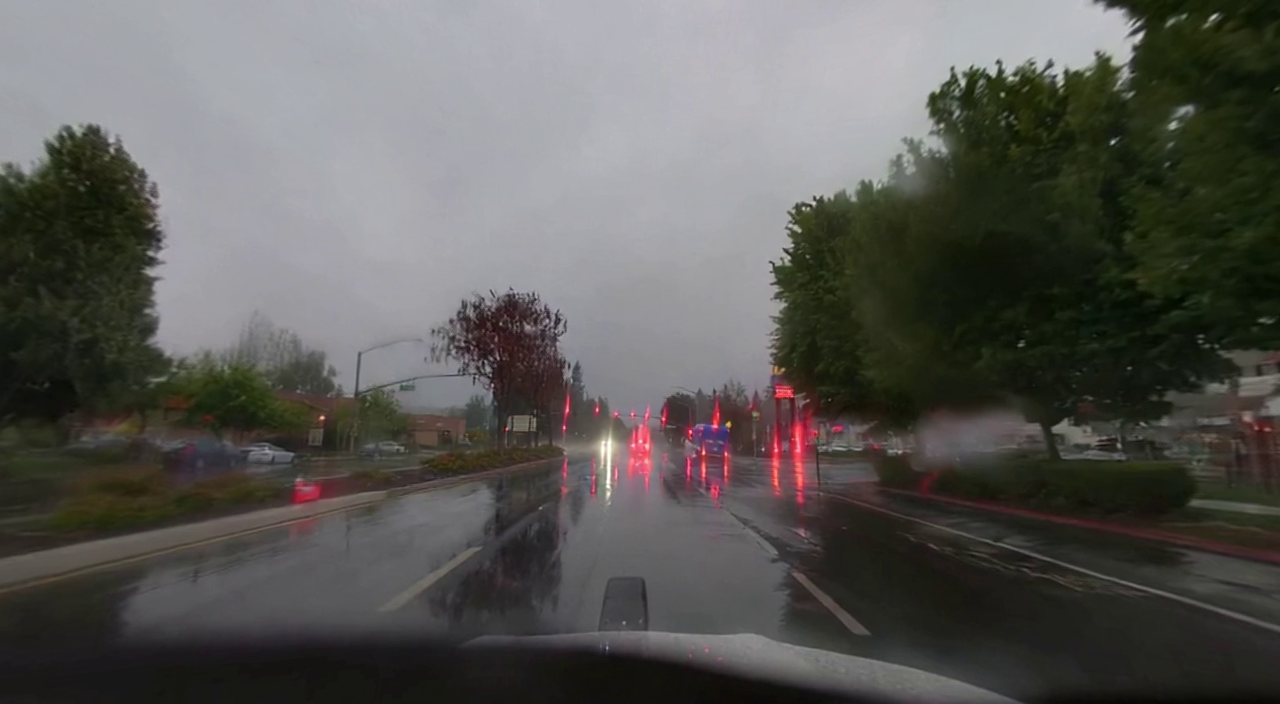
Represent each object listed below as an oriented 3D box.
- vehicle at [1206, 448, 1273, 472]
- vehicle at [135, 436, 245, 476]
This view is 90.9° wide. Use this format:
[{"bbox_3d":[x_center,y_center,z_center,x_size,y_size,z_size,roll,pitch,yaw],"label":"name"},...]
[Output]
[{"bbox_3d":[43.699,7.830,45.974,4.422,1.605,2.036,4,-10,-27],"label":"vehicle"},{"bbox_3d":[-22.349,5.184,31.620,2.040,1.788,4.595,-1,-9,1],"label":"vehicle"}]
